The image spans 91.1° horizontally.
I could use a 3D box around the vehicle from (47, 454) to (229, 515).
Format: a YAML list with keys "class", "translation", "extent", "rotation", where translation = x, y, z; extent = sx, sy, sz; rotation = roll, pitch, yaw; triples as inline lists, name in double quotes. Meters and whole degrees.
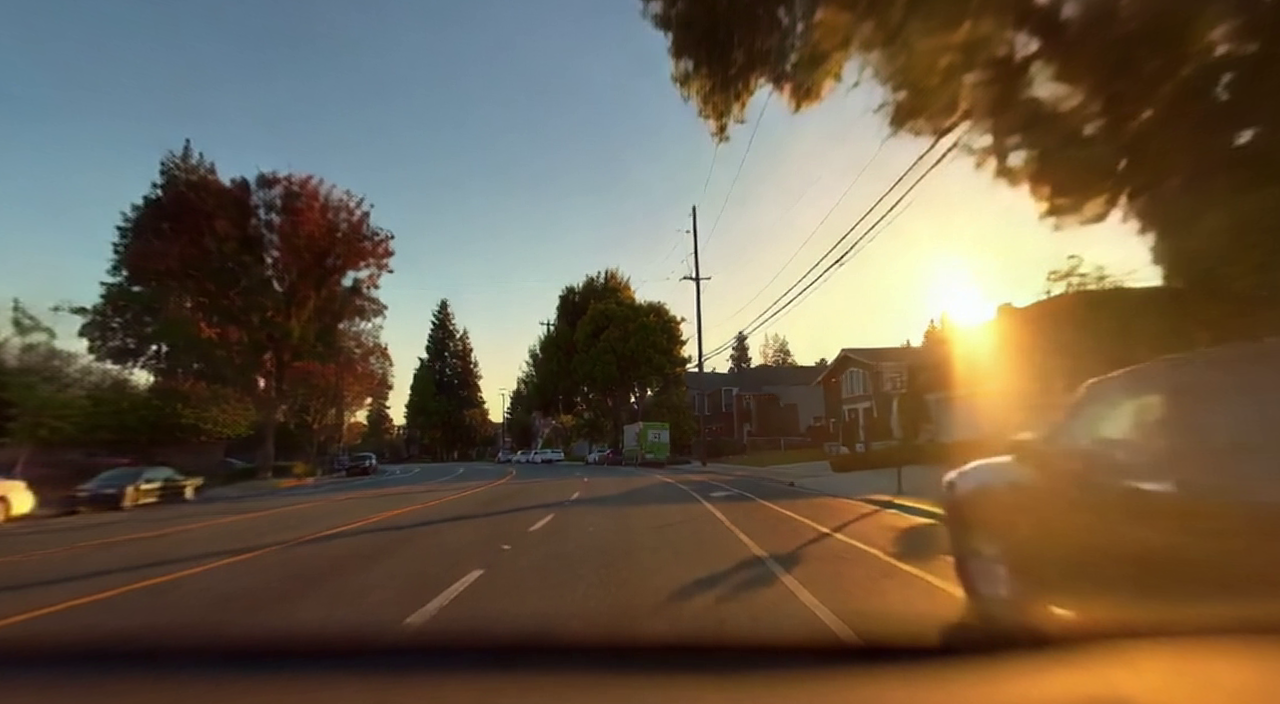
- class: "vehicle"
  translation: [-15.027, 3.941, 19.215]
  extent: [1.934, 1.480, 4.510]
  rotation: [-2, -8, -1]

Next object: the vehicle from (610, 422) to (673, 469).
- class: "vehicle"
  translation: [-0.076, 7.228, 48.711]
  extent: [2.918, 3.319, 7.595]
  rotation: [2, -9, -15]

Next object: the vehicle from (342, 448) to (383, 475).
- class: "vehicle"
  translation: [-19.617, 7.724, 44.474]
  extent: [1.976, 1.797, 4.249]
  rotation: [2, -9, -15]

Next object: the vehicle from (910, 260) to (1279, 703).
- class: "vehicle"
  translation: [4.067, 0.738, 3.036]
  extent: [2.505, 2.192, 6.181]
  rotation: [0, -9, -3]
